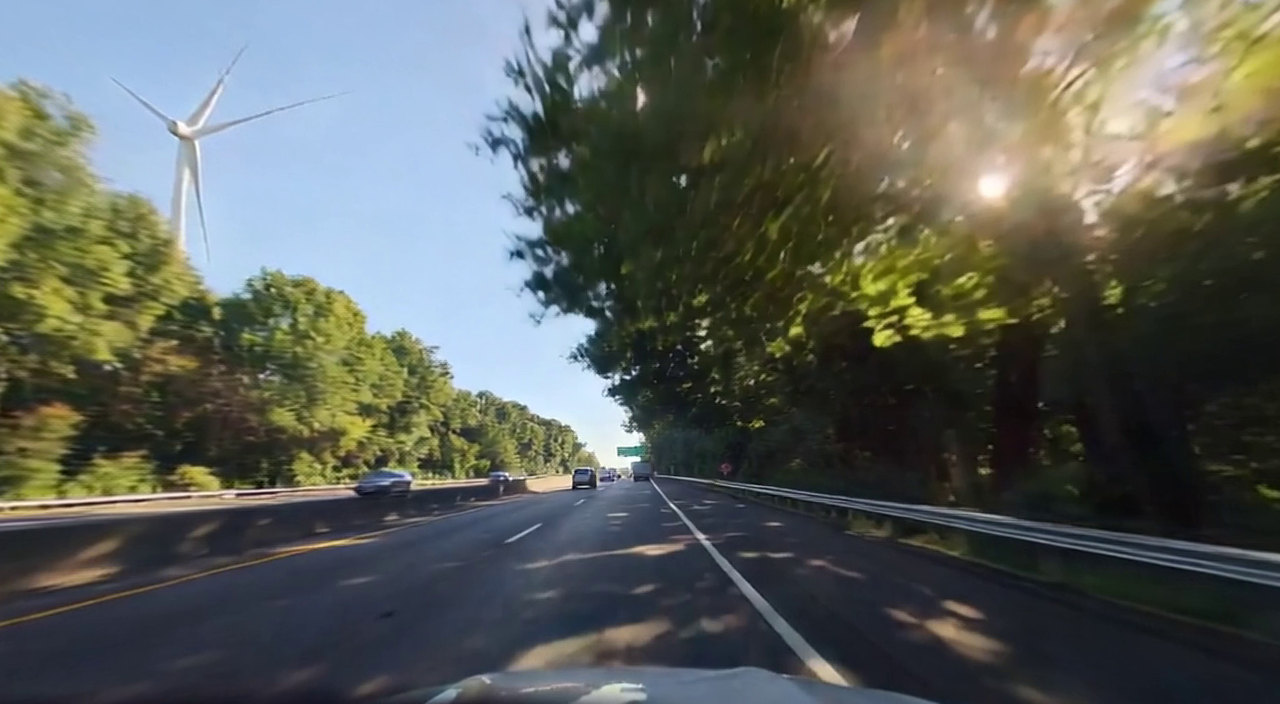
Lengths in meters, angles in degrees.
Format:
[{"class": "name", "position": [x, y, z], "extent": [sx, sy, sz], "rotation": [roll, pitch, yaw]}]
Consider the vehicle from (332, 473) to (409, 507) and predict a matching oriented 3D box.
[{"class": "vehicle", "position": [-12.820, 6.555, 30.220], "extent": [1.822, 1.431, 4.146], "rotation": [1, -11, 0]}]

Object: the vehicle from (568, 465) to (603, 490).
[{"class": "vehicle", "position": [-3.898, 9.125, 46.024], "extent": [2.124, 1.705, 4.440], "rotation": [1, -11, 0]}]
